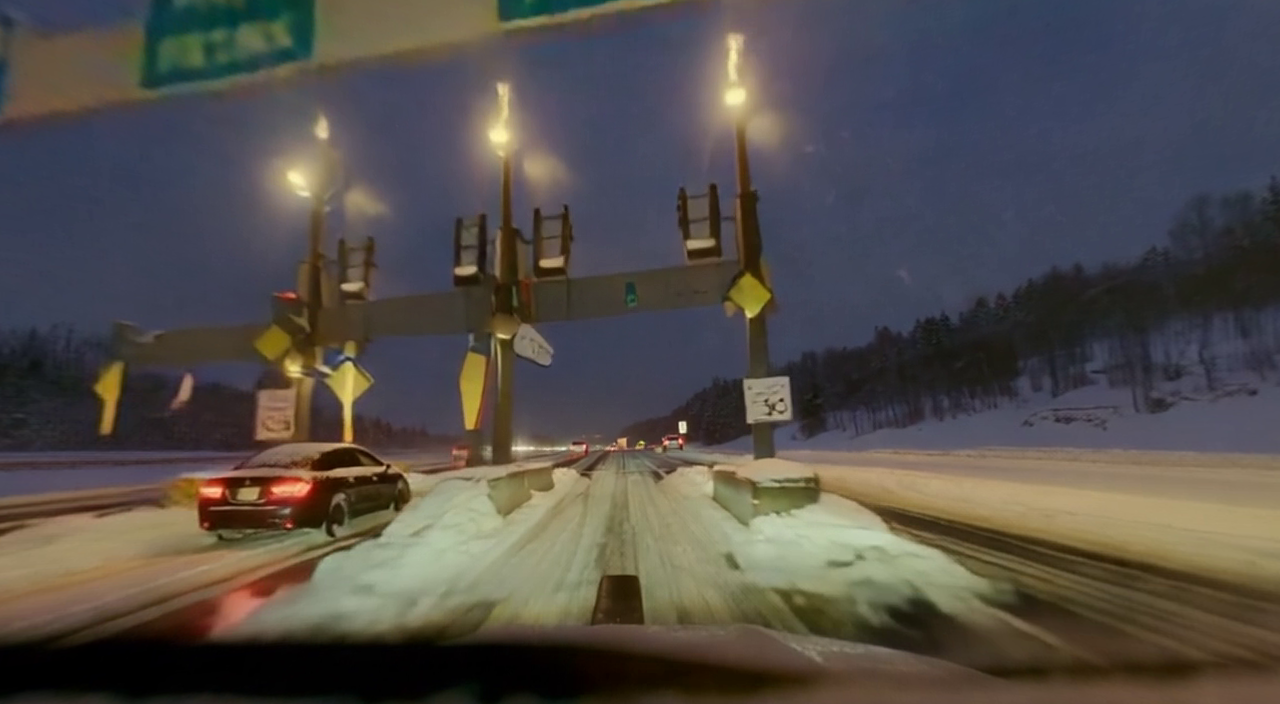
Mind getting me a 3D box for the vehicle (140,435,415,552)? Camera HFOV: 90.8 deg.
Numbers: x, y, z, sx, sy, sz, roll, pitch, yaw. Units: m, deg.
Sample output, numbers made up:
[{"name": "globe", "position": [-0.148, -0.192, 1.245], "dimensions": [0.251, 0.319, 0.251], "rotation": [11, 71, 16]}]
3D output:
[{"name": "vehicle", "position": [-5.477, 2.144, 10.393], "dimensions": [1.981, 1.465, 4.334], "rotation": [-1, -8, -1]}]
